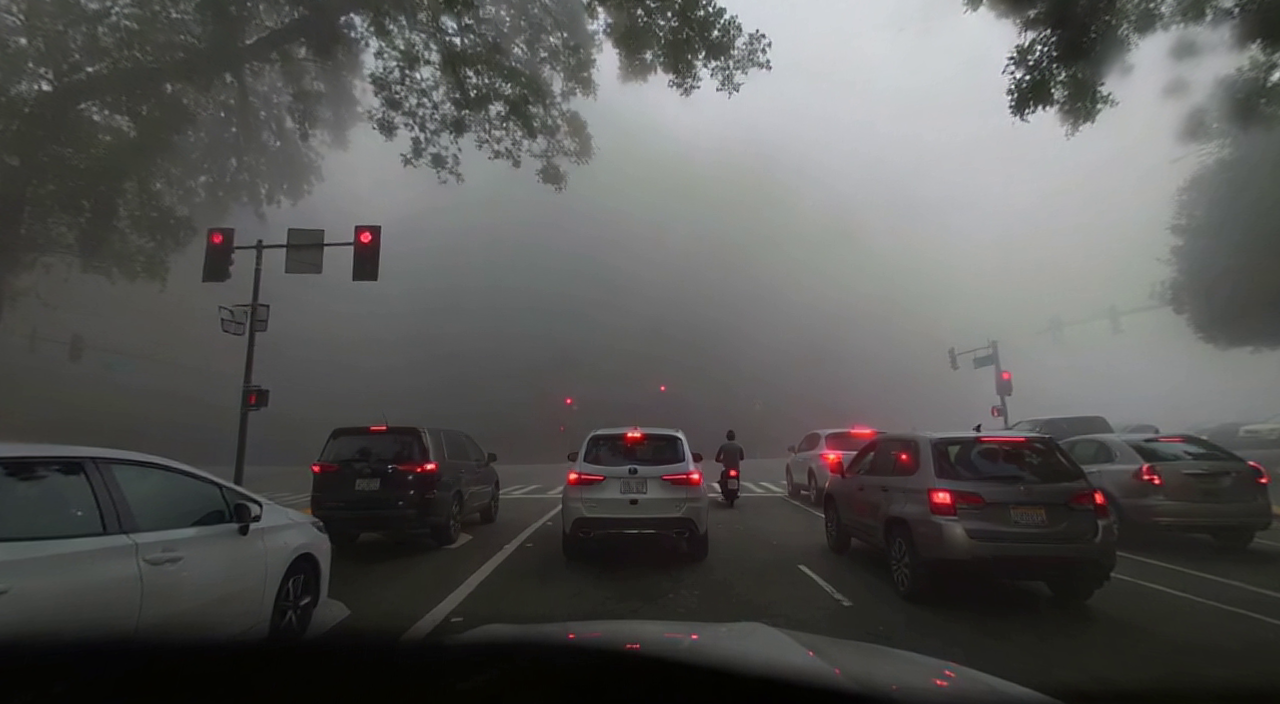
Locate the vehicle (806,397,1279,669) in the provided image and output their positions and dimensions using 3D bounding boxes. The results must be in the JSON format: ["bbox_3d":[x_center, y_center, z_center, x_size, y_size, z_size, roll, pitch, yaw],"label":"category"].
[{"bbox_3d":[3.223,1.442,6.193,2.006,1.659,4.462,0,-8,1],"label":"vehicle"}]

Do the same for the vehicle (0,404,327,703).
[{"bbox_3d":[-3.350,0.951,2.368,1.863,1.495,4.667,0,-8,1],"label":"vehicle"}]

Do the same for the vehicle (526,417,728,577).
[{"bbox_3d":[-0.101,1.800,8.556,2.106,1.655,3.717,0,-8,1],"label":"vehicle"}]

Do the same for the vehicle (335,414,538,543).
[{"bbox_3d":[-3.226,2.111,11.171,2.048,1.805,4.405,0,-8,1],"label":"vehicle"}]
